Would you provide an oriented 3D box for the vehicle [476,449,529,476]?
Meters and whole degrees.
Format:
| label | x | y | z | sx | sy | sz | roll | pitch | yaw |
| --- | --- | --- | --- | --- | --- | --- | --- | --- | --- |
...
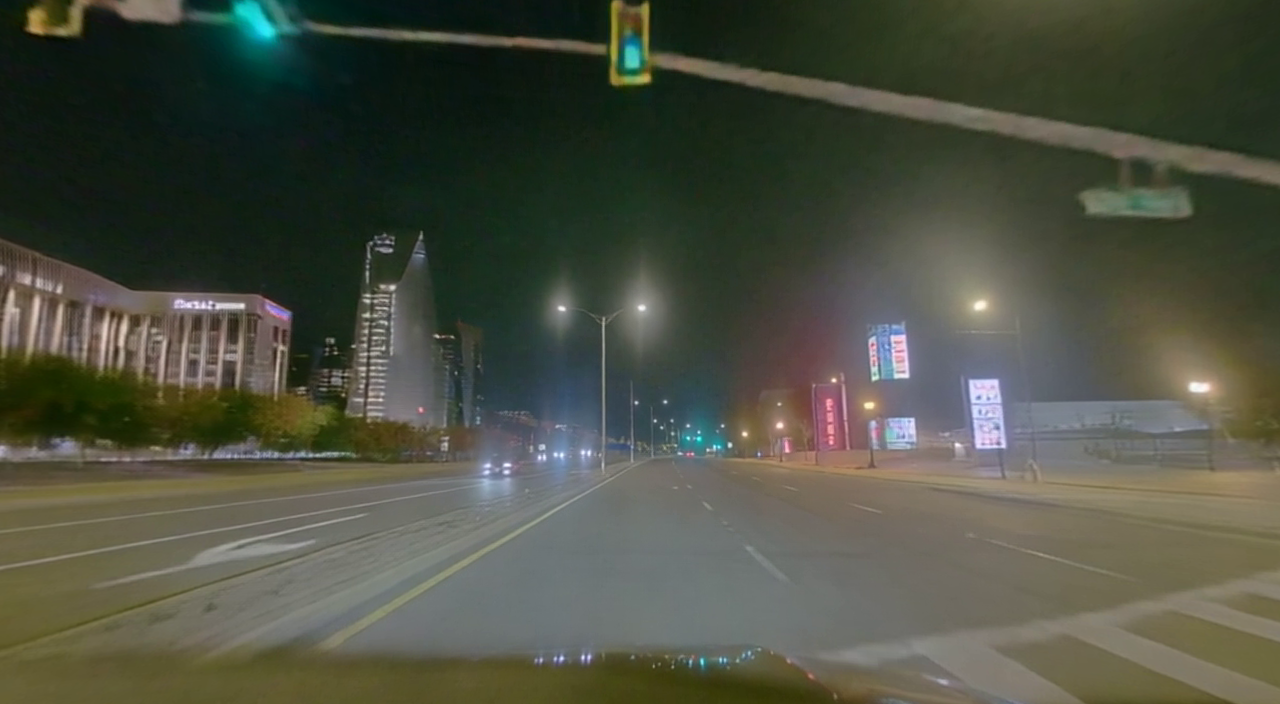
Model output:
| label | x | y | z | sx | sy | sz | roll | pitch | yaw |
| --- | --- | --- | --- | --- | --- | --- | --- | --- | --- |
| vehicle | -7.870 | 6.329 | 36.327 | 1.866 | 1.463 | 4.378 | 0 | -9 | 3 |
